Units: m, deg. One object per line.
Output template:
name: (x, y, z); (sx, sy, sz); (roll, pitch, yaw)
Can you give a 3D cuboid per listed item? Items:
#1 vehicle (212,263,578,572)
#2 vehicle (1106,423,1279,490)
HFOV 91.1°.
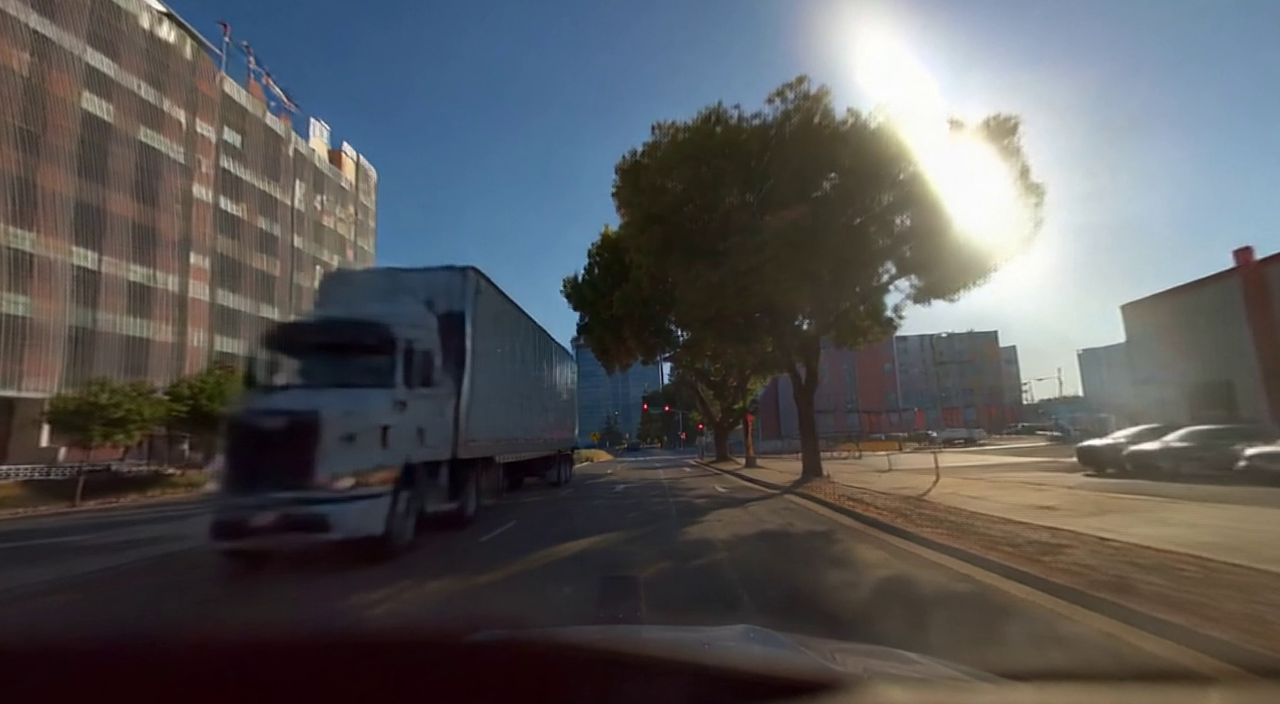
vehicle: (-4.141, 2.022, 16.505); (3.160, 4.343, 15.392); (-1, -9, 1)
vehicle: (17.102, 3.126, 18.622); (4.763, 1.808, 2.135); (1, -11, 1)
